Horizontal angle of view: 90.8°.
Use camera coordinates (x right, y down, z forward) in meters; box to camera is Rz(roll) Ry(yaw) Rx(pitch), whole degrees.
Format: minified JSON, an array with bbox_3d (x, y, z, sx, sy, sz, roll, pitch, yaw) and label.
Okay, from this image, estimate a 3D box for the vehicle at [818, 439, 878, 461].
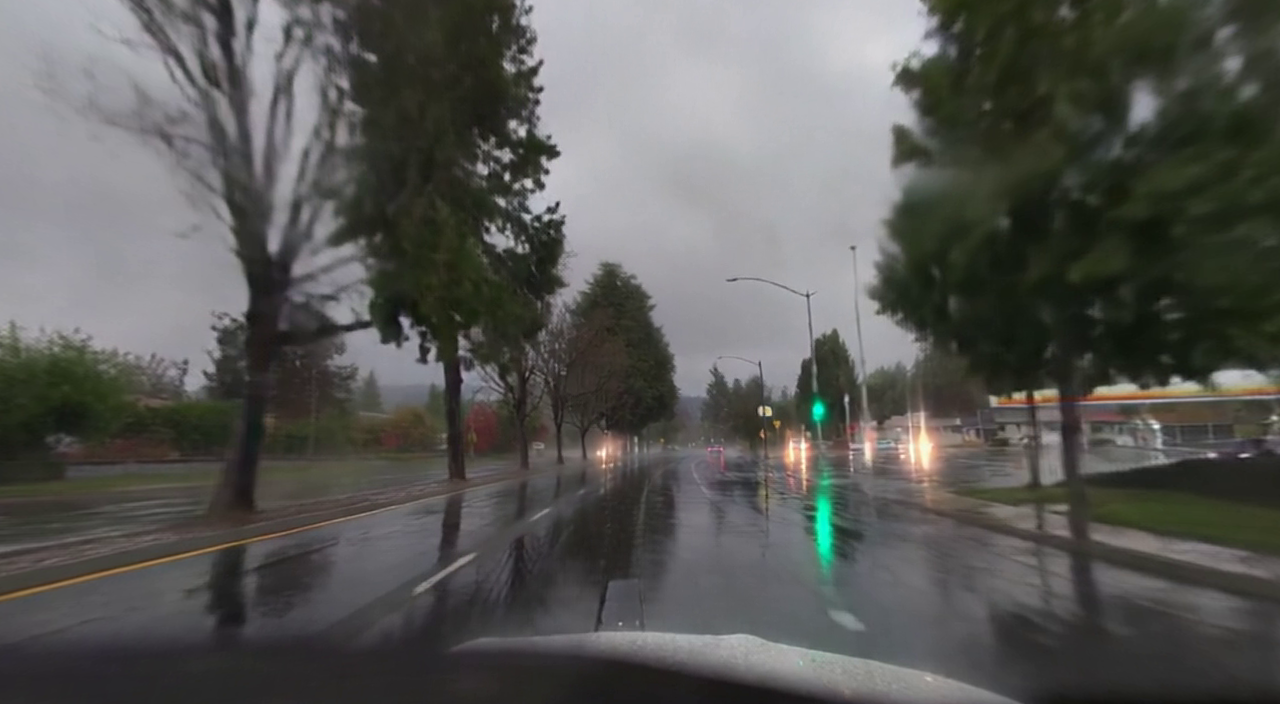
[{"bbox_3d":[16.175,7.677,49.093,4.744,1.475,2.008,9,-16,-38],"label":"vehicle"}]
